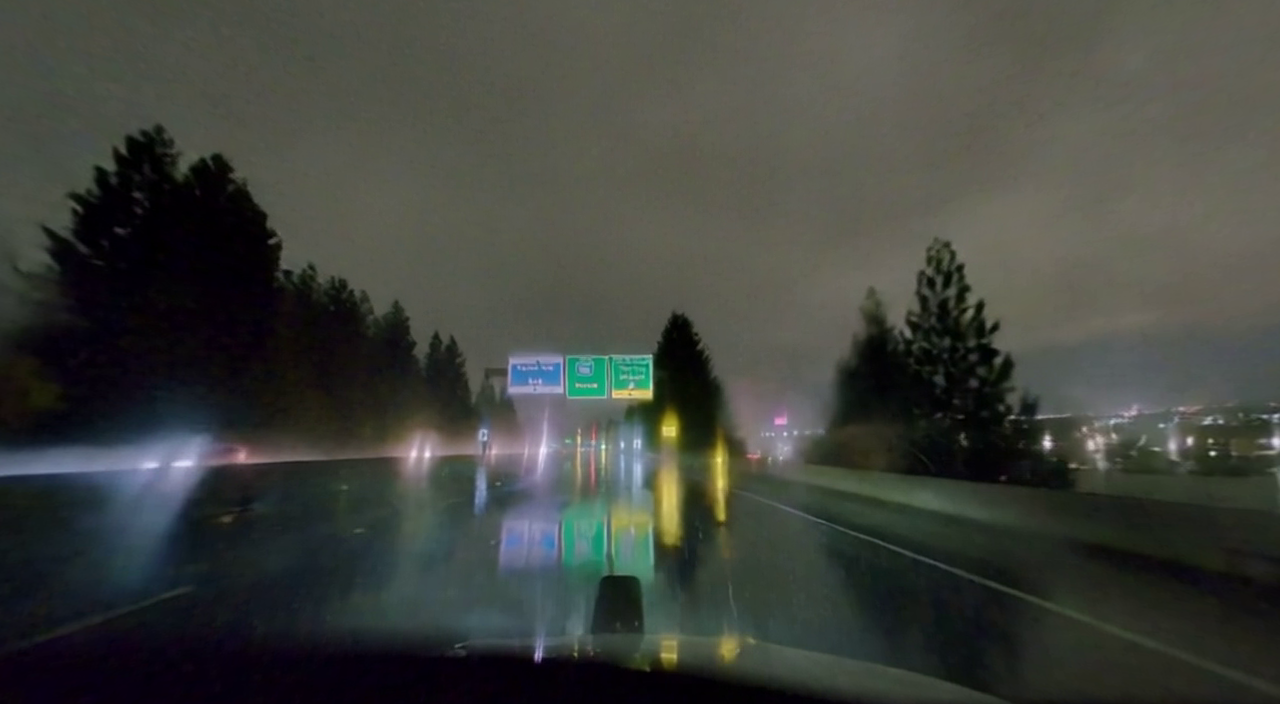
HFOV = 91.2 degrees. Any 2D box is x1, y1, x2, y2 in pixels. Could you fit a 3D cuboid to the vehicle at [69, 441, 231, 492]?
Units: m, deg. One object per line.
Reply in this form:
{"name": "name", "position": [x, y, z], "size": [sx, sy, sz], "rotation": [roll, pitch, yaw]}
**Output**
{"name": "vehicle", "position": [-15.797, 3.696, 20.577], "size": [1.821, 1.465, 4.446], "rotation": [0, -9, -2]}
